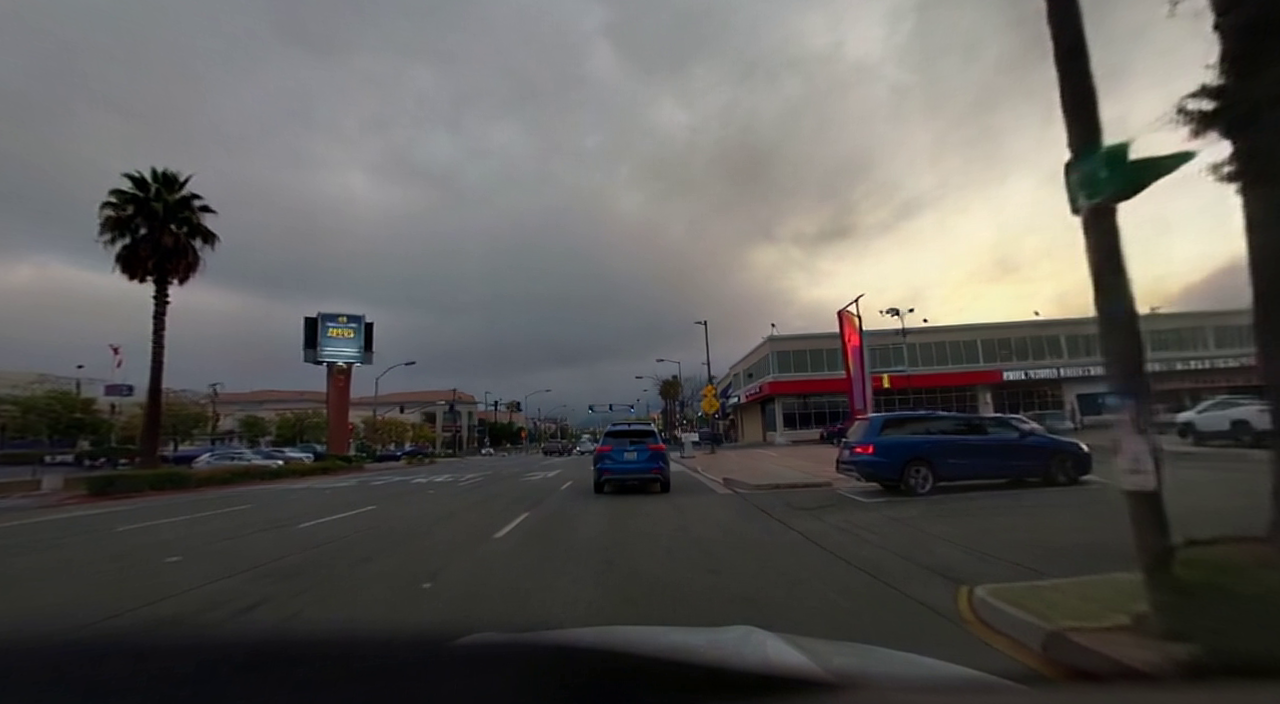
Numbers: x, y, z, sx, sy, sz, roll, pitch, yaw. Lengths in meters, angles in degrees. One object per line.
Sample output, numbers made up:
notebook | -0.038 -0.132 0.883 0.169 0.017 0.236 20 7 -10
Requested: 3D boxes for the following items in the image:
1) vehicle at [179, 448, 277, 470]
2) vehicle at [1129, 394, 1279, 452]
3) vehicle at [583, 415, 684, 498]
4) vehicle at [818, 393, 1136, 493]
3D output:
vehicle | -27.358 7.139 42.157 5.154 1.343 1.943 4 -9 -24
vehicle | 19.887 2.484 21.398 2.080 1.702 5.430 0 -8 -3
vehicle | -0.189 2.610 16.078 2.234 1.818 3.869 0 -8 -1
vehicle | 6.214 1.748 12.215 4.828 1.733 2.231 0 -8 -1
